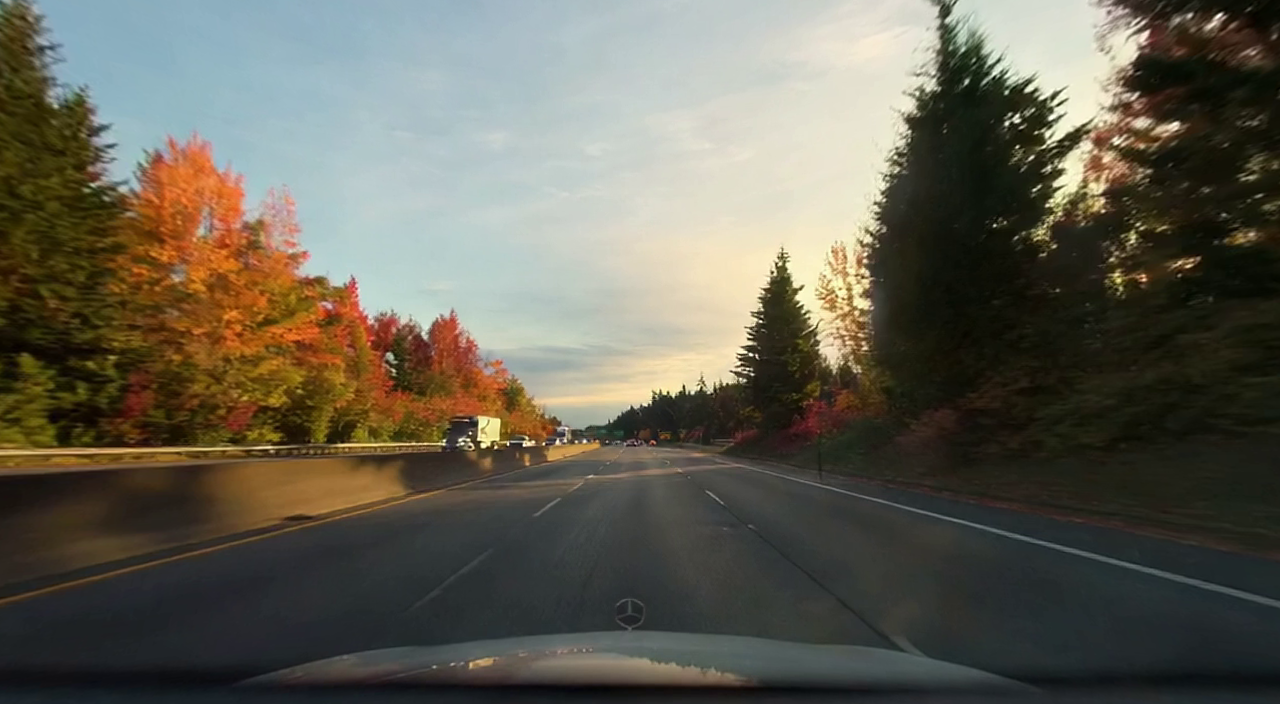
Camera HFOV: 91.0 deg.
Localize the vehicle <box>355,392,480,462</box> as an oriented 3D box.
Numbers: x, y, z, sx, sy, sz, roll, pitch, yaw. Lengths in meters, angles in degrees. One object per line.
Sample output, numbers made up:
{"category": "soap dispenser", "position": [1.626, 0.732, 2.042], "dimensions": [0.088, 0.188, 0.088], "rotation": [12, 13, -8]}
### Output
{"category": "vehicle", "position": [-15.117, 5.562, 45.048], "dimensions": [2.927, 4.069, 16.353], "rotation": [0, -8, 0]}
